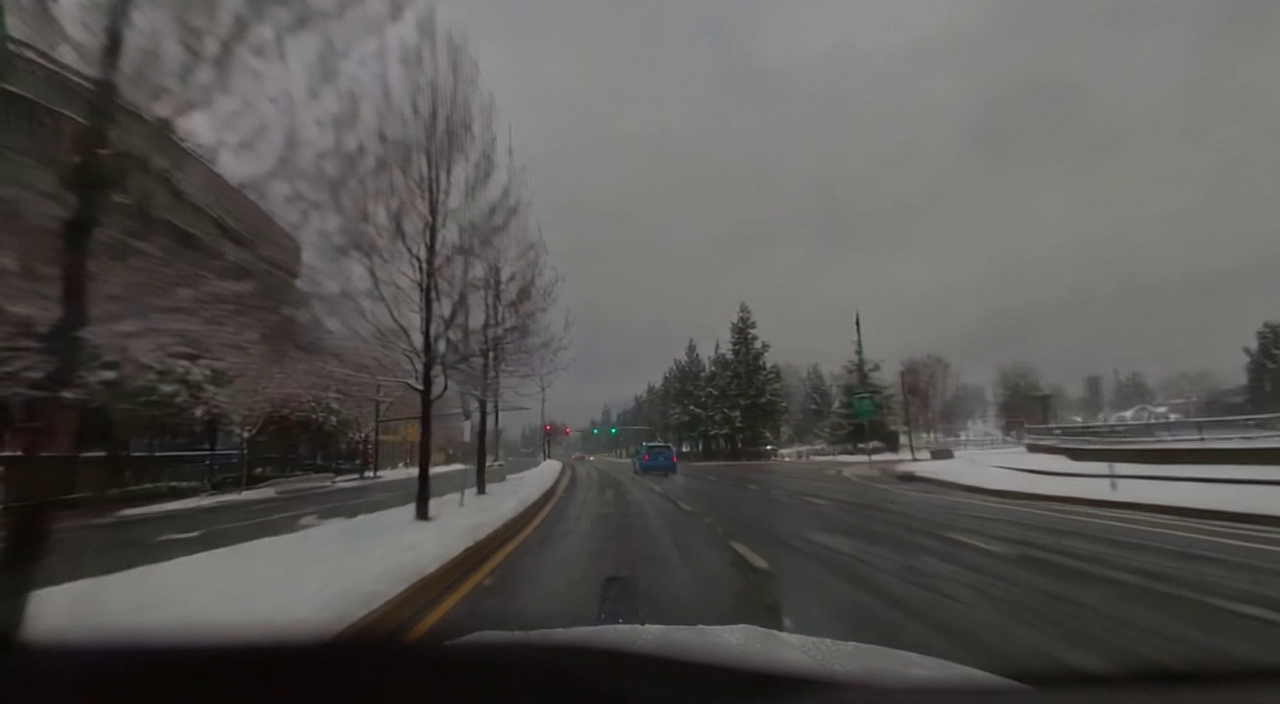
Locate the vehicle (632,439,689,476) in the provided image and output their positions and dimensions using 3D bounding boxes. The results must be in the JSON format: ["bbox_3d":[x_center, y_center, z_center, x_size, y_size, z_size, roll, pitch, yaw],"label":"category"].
[{"bbox_3d":[0.881,5.104,30.764,2.165,1.633,4.381,0,-8,-6],"label":"vehicle"}]
